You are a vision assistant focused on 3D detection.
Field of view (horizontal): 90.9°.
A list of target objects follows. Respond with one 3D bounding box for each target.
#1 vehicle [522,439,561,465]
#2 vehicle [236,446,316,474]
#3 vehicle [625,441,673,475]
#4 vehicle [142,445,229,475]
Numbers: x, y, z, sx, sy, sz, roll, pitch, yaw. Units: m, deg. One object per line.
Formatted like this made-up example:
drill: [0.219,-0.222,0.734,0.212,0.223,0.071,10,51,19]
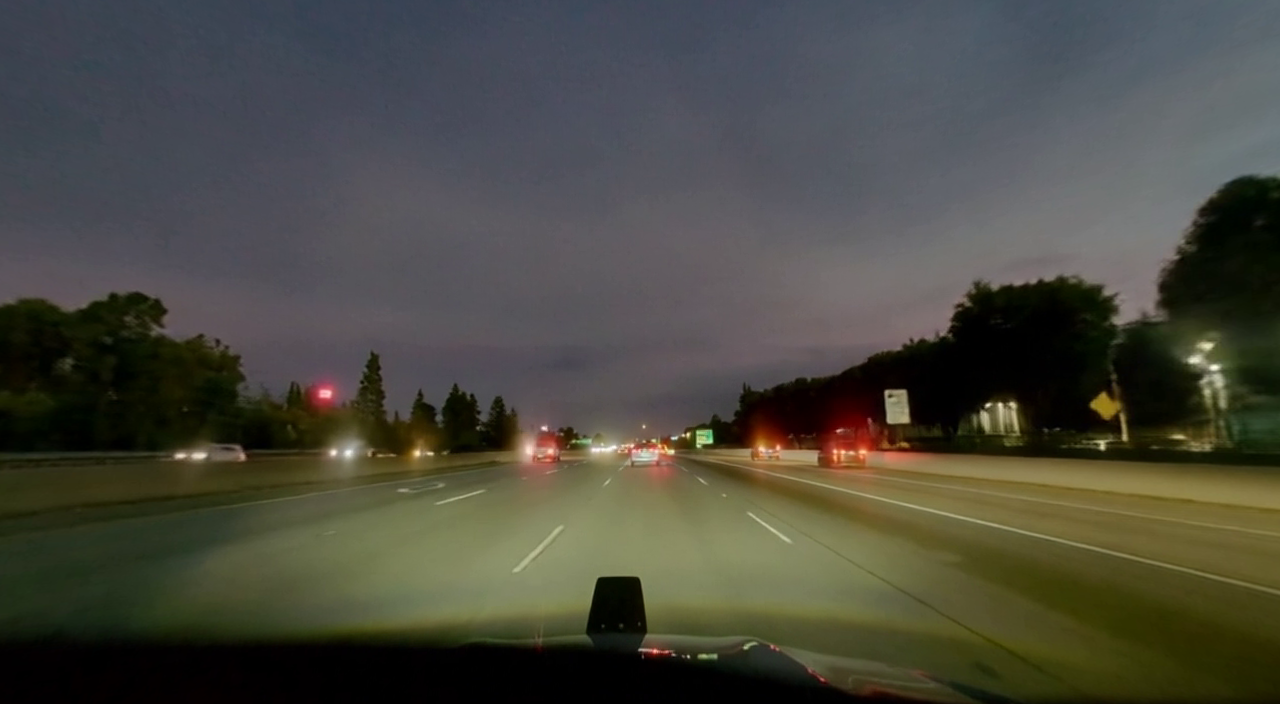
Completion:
vehicle: [-7.173,7.314,46.384,2.093,1.789,4.399,0,-8,1]
vehicle: [-21.257,6.323,37.075,1.958,1.521,4.492,0,-8,1]
vehicle: [0.397,4.992,30.019,2.112,1.482,4.082,0,-8,0]
vehicle: [-32.556,7.703,45.431,2.161,1.979,5.515,0,-8,0]
